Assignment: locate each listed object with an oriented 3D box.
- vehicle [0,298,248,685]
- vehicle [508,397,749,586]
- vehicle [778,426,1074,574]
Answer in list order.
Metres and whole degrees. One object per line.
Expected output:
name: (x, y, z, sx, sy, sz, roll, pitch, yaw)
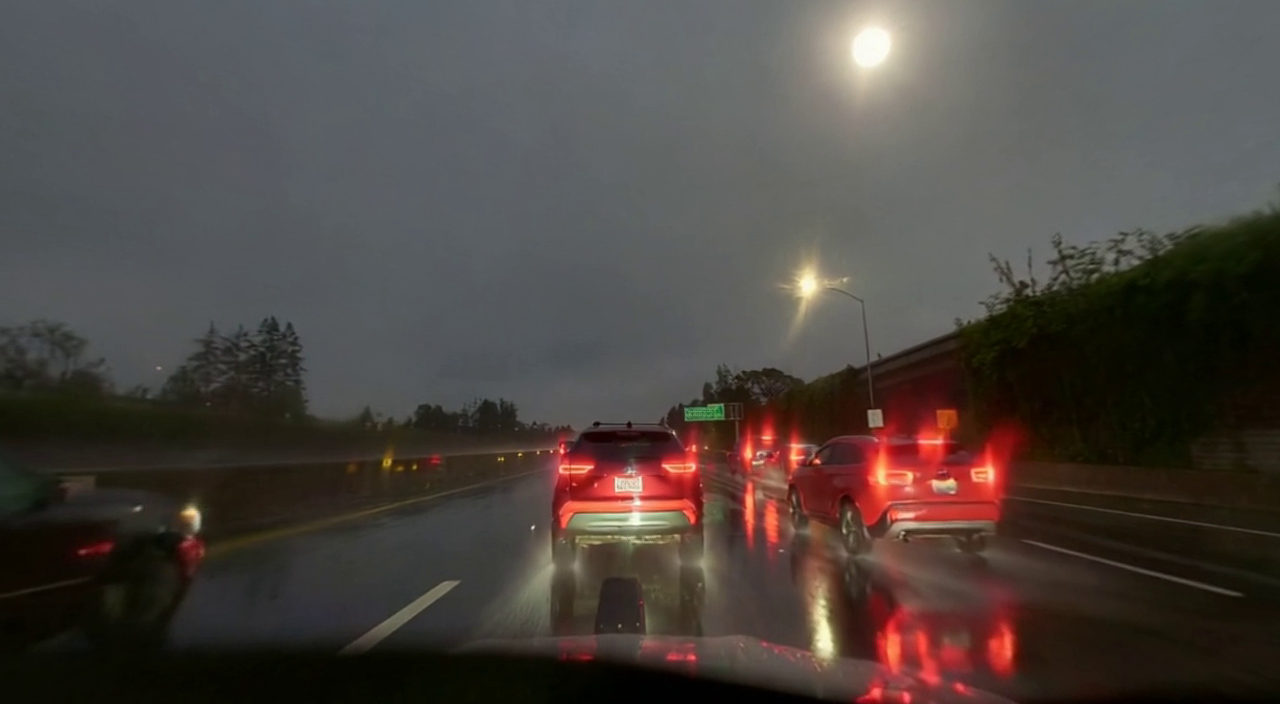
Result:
vehicle: (-4.155, 0.603, 2.578, 2.070, 1.862, 4.623, 0, -9, 0)
vehicle: (-0.182, 1.601, 7.917, 2.230, 1.740, 3.976, 0, -9, -2)
vehicle: (3.508, 1.913, 8.984, 2.028, 1.534, 4.691, 0, -9, 0)
